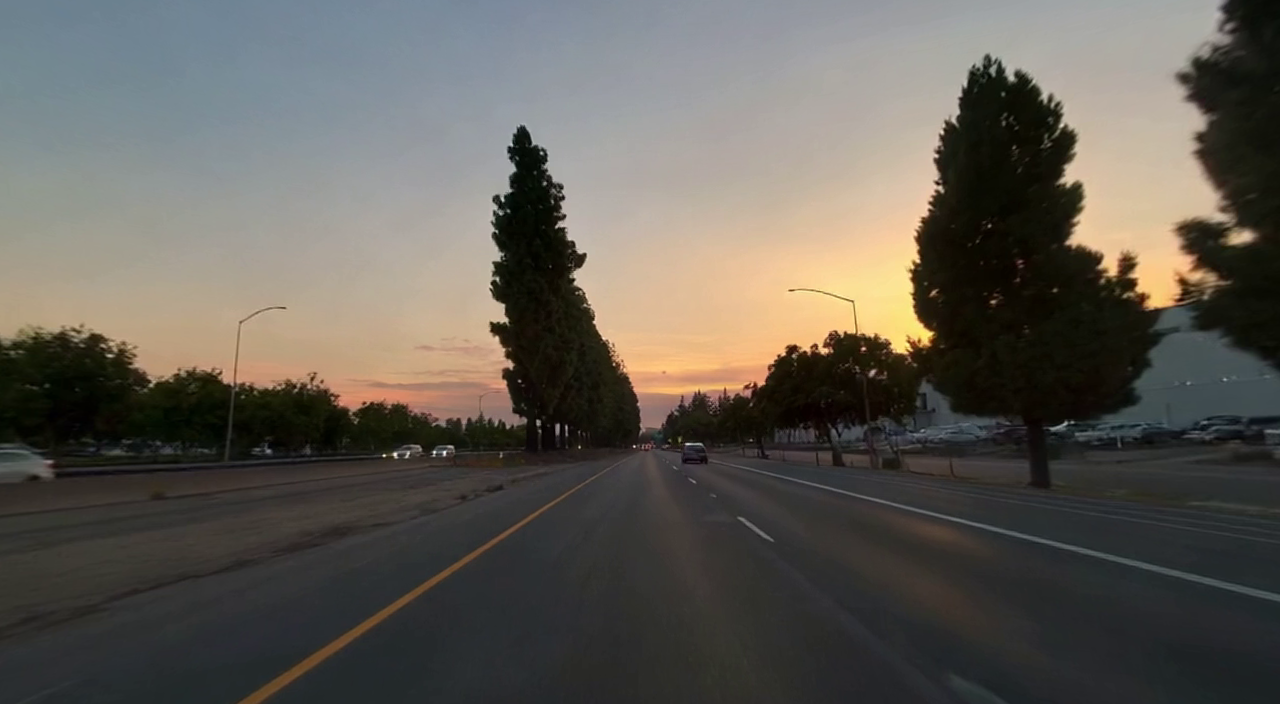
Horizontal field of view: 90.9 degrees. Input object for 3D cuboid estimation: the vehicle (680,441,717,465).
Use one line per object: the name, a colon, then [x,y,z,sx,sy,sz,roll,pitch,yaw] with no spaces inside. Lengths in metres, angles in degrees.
vehicle: [3.894,6.829,42.903,2.062,1.518,4.026,0,-8,-1]
